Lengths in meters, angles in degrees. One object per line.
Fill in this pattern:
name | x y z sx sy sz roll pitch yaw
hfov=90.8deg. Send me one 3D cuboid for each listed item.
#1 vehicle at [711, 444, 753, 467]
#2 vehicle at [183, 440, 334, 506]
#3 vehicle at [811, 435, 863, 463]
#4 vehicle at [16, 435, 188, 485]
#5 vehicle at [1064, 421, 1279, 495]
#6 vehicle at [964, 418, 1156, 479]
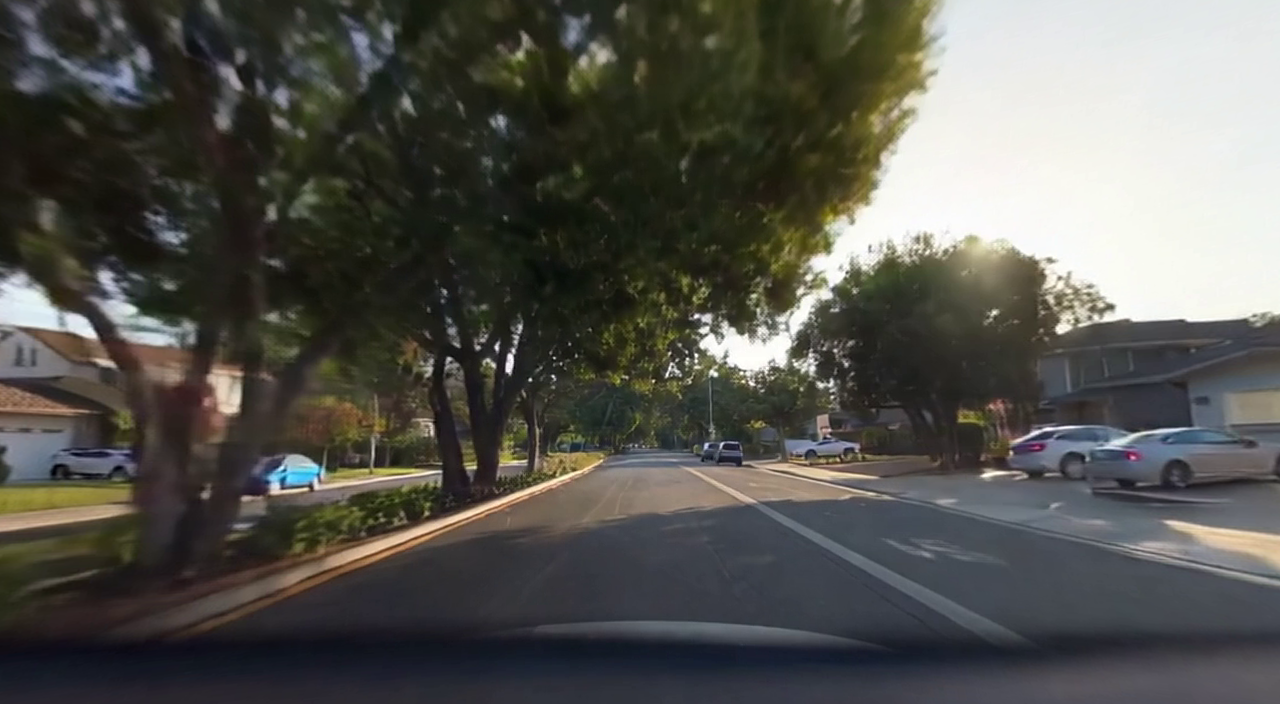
vehicle | 6.457 7.350 44.899 2.042 1.511 5.029 0 -8 -2
vehicle | -11.438 3.666 19.384 2.020 1.691 4.308 -1 -10 -2
vehicle | 13.314 6.631 43.002 1.978 1.738 4.734 -2 -9 -1
vehicle | -21.279 4.287 25.156 4.830 1.857 2.183 -1 -9 2
vehicle | 14.038 2.669 16.155 4.775 1.524 1.983 -4 -9 3
vehicle | 13.990 3.279 21.326 4.763 1.816 2.227 -2 -9 2
